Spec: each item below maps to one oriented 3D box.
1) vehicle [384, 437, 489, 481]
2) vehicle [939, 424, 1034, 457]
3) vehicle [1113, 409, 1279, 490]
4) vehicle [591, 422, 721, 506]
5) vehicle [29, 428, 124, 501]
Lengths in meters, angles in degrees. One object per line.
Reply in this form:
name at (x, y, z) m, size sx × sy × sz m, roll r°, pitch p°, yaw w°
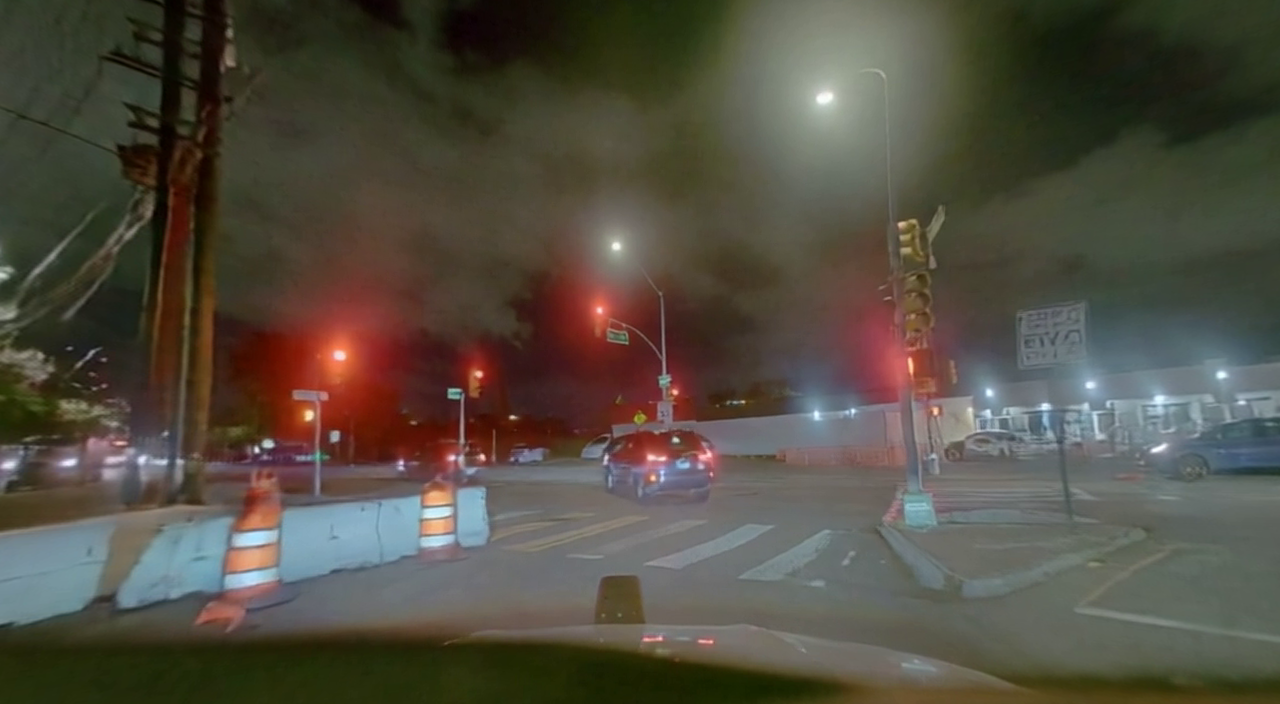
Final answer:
vehicle at (-9.904, 5.104, 30.509) m, size 5.548 × 1.911 × 2.206 m, roll -8°, pitch -11°, yaw 40°
vehicle at (18.986, 4.877, 34.663) m, size 4.382 × 1.688 × 1.937 m, roll -6°, pitch -10°, yaw 32°
vehicle at (14.780, 2.351, 15.305) m, size 4.740 × 1.802 × 2.249 m, roll -4°, pitch -9°, yaw 20°
vehicle at (0.196, 2.885, 16.788) m, size 2.256 × 1.859 × 5.118 m, roll 1°, pitch -9°, yaw -12°
vehicle at (-22.599, 4.456, 25.526) m, size 1.959 × 2.654 × 4.078 m, roll 5°, pitch -10°, yaw -31°
